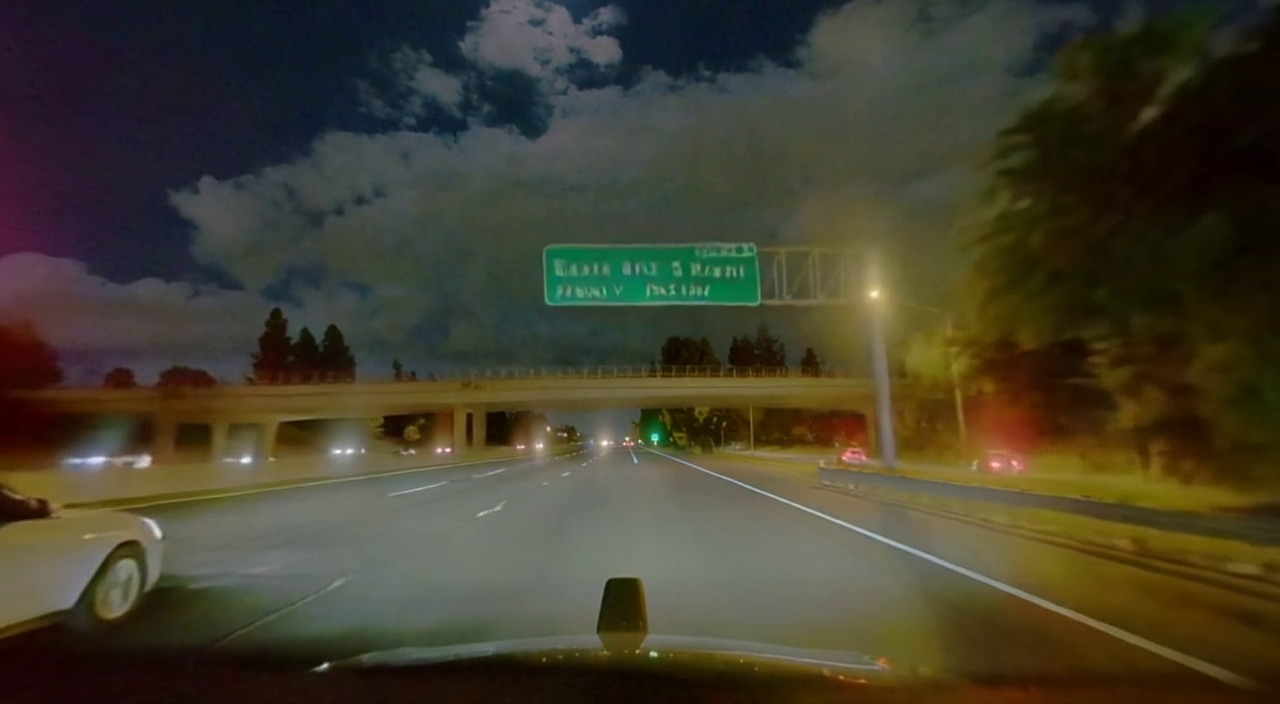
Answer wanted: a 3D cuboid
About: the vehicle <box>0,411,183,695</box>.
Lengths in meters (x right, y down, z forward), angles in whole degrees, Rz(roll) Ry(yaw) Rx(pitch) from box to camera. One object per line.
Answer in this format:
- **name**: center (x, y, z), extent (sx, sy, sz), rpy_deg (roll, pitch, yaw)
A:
- **vehicle**: center (-4.567, 0.956, 2.494), extent (2.105, 1.551, 4.602), rpy_deg (0, -9, -1)
